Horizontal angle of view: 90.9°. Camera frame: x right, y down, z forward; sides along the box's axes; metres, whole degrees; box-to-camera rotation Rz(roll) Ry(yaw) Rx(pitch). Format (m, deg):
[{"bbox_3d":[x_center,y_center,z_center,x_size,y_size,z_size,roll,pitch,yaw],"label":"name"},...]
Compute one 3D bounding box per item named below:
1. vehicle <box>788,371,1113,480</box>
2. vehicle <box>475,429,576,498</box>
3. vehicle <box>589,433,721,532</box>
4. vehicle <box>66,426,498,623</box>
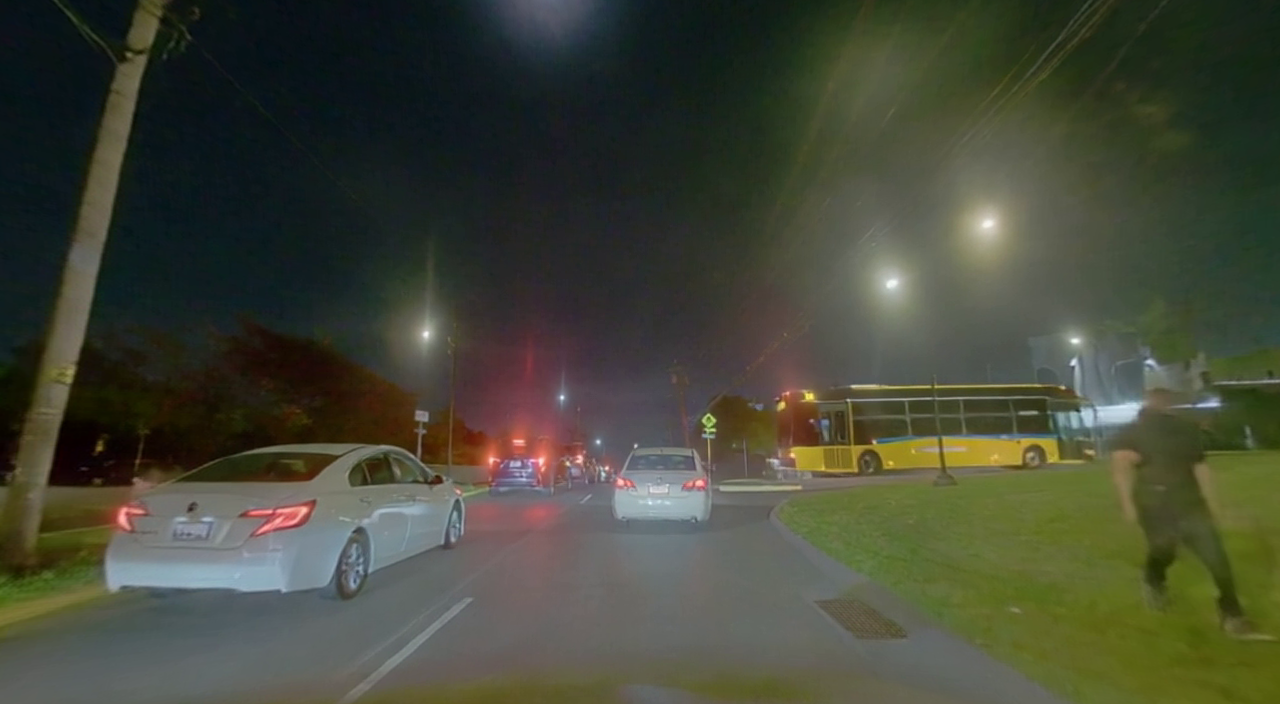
[{"bbox_3d":[10.441,2.548,21.564,9.977,3.303,2.948,1,-9,-10],"label":"vehicle"},{"bbox_3d":[-3.178,3.217,18.526,2.017,1.761,4.572,0,-9,1],"label":"vehicle"},{"bbox_3d":[0.406,2.298,11.663,2.020,1.478,3.922,-1,-9,5],"label":"vehicle"},{"bbox_3d":[-3.312,1.664,7.178,1.953,1.480,4.522,-1,-9,5],"label":"vehicle"}]
